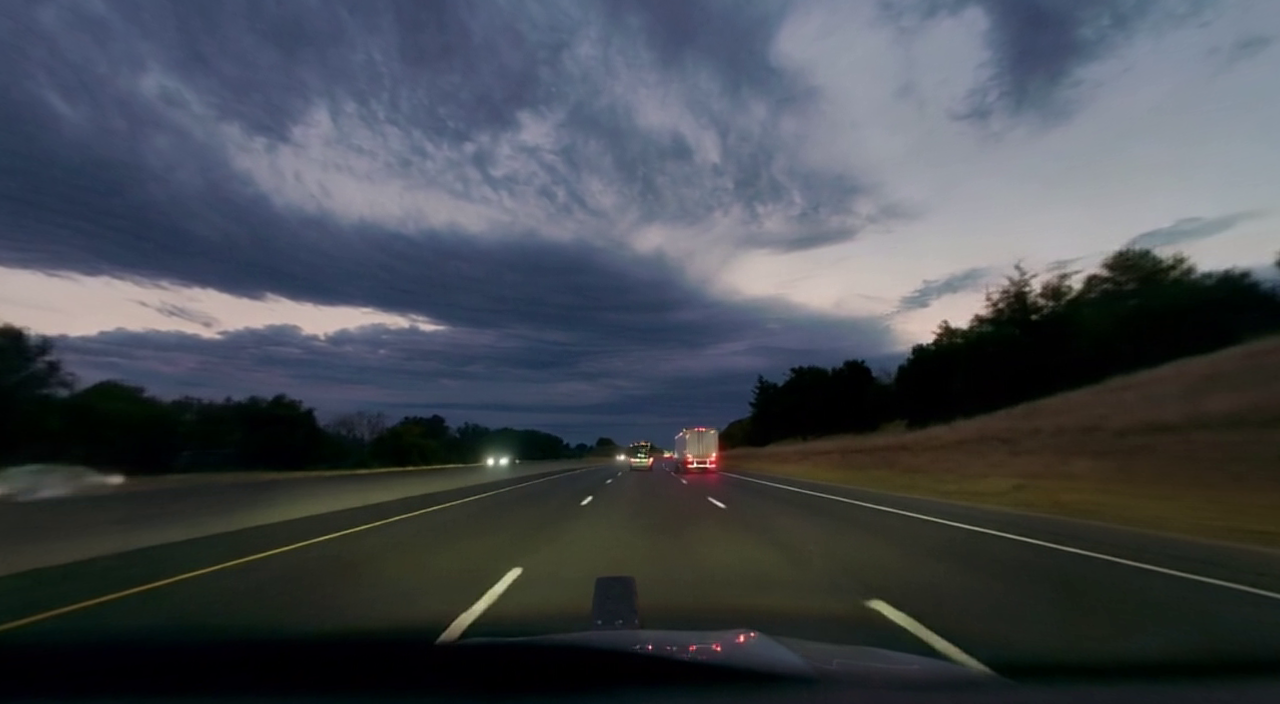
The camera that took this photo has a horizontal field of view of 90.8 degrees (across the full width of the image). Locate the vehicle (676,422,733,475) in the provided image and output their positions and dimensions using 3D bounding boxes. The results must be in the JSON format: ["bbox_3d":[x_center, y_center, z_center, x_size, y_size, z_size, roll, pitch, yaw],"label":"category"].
[{"bbox_3d":[4.450,6.961,45.482,2.960,3.381,8.914,0,-9,-1],"label":"vehicle"}]
